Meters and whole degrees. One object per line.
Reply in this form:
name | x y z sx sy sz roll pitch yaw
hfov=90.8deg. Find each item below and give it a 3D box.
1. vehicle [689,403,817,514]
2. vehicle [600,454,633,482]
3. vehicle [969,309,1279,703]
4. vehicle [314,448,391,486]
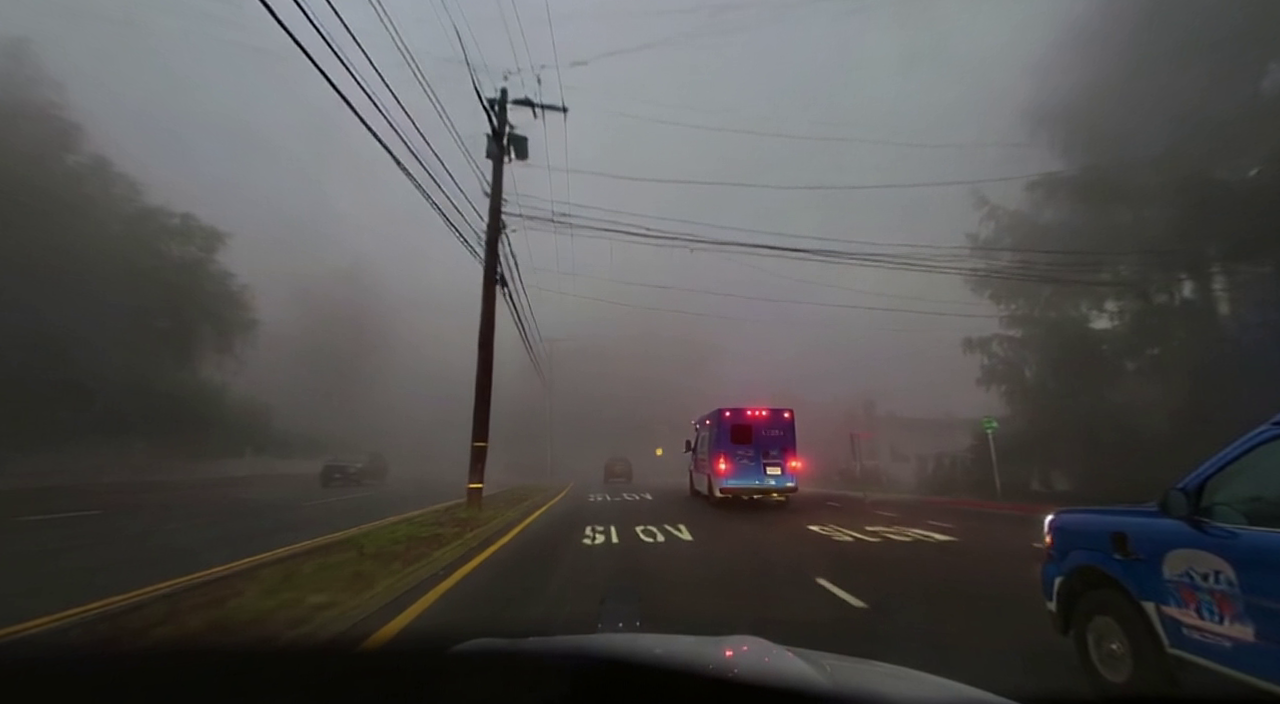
vehicle | 3.000 3.052 18.412 2.406 2.687 5.521 0 -9 -3
vehicle | -1.598 7.617 41.747 2.114 1.707 3.725 0 -9 -3
vehicle | 3.624 0.750 2.189 2.194 1.922 4.822 0 -9 -2
vehicle | -13.907 5.532 30.848 1.909 1.705 4.126 0 -9 -2
